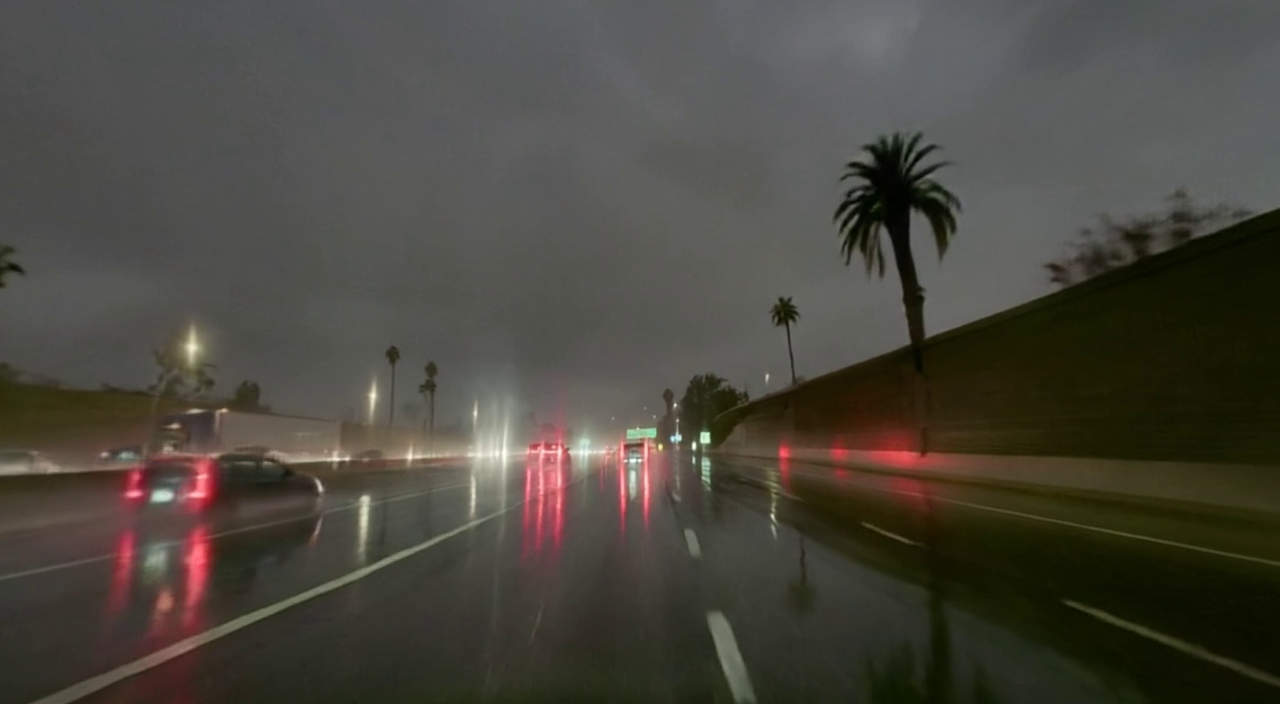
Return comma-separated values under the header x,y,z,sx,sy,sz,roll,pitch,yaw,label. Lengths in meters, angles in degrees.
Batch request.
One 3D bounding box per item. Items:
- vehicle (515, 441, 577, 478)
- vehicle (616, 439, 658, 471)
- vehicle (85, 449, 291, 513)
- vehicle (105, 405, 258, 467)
x,y,z,sx,sy,sz,roll,pitch,yaw,label
-4.464,5.189,30.772,2.204,1.677,4.438,0,-9,2,vehicle
-0.122,5.750,35.450,2.201,1.672,4.128,0,-9,1,vehicle
-12.008,3.416,17.311,1.946,1.473,4.763,-1,-9,3,vehicle
-32.611,6.153,45.770,3.163,4.010,9.911,-1,-9,3,vehicle
